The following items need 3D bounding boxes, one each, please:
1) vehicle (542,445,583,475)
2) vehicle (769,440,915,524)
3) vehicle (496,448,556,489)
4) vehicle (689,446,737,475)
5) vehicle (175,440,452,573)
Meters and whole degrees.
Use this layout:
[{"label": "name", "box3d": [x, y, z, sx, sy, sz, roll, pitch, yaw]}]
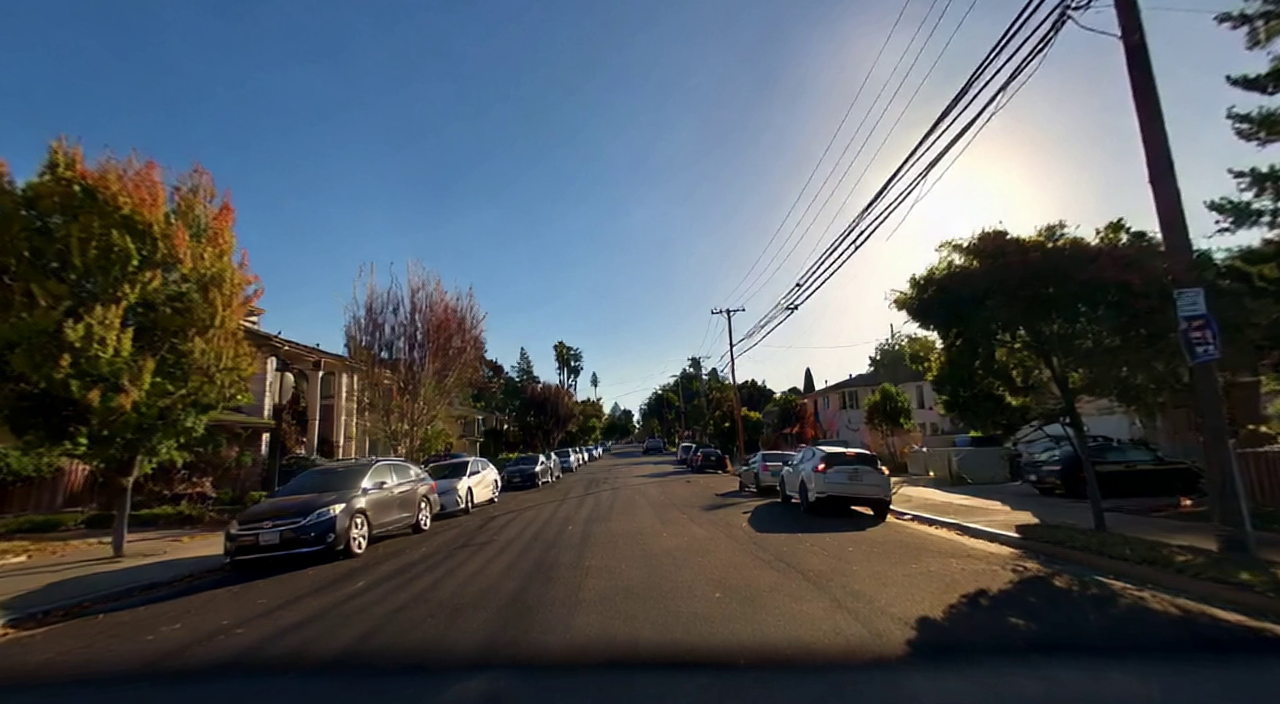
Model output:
[{"label": "vehicle", "box3d": [-5.501, 7.733, 45.644, 2.184, 1.958, 5.757, 0, -9, 0]}, {"label": "vehicle", "box3d": [4.323, 2.810, 14.314, 1.864, 1.592, 4.221, 0, -8, -1]}, {"label": "vehicle", "box3d": [-5.242, 5.406, 29.710, 2.032, 1.716, 4.382, 0, -8, -1]}, {"label": "vehicle", "box3d": [4.120, 6.196, 36.346, 2.174, 1.504, 4.809, 0, -8, 0]}, {"label": "vehicle", "box3d": [-5.261, 2.499, 11.251, 2.360, 1.772, 4.907, -1, -8, -1]}]
